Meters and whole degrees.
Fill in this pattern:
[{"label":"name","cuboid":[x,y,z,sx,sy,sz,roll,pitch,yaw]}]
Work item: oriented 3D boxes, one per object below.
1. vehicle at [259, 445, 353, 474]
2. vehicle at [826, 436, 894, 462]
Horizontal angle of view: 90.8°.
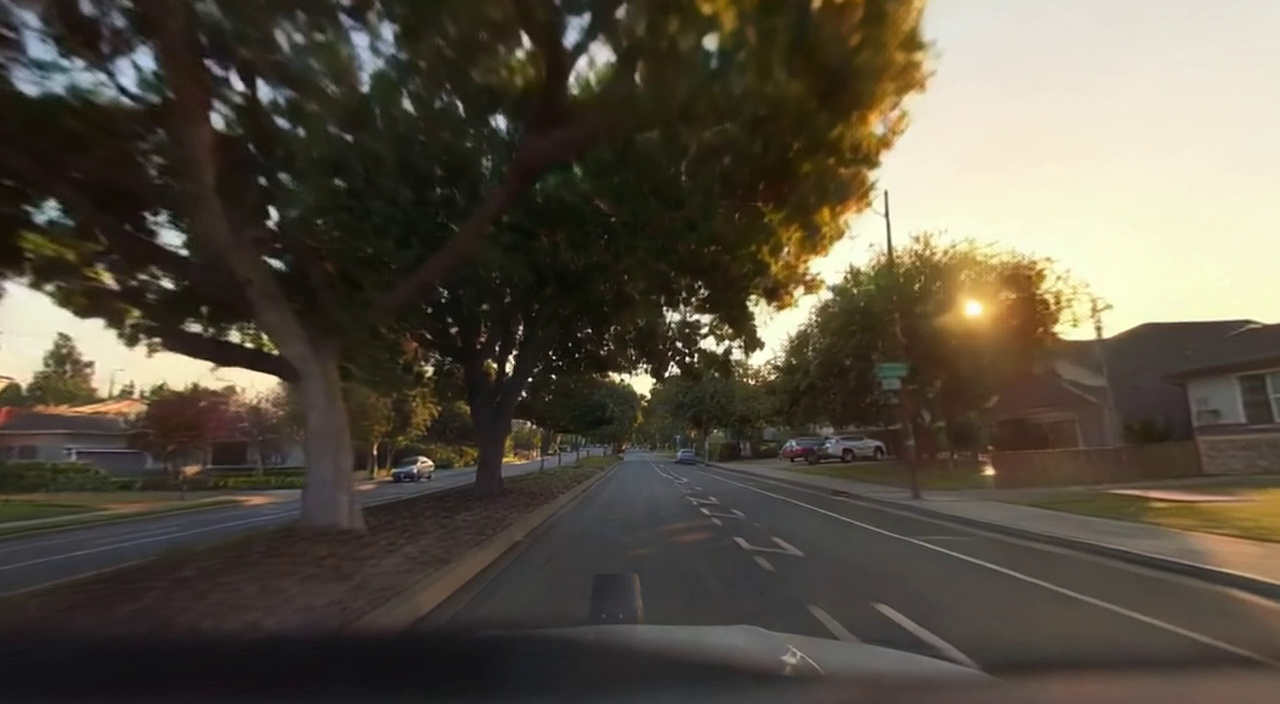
[{"label":"vehicle","cuboid":[-21.971,7.099,41.732,4.889,1.822,2.159,0,-8,-3]},{"label":"vehicle","cuboid":[15.403,6.779,44.389,4.010,1.751,1.922,-1,-8,3]}]
